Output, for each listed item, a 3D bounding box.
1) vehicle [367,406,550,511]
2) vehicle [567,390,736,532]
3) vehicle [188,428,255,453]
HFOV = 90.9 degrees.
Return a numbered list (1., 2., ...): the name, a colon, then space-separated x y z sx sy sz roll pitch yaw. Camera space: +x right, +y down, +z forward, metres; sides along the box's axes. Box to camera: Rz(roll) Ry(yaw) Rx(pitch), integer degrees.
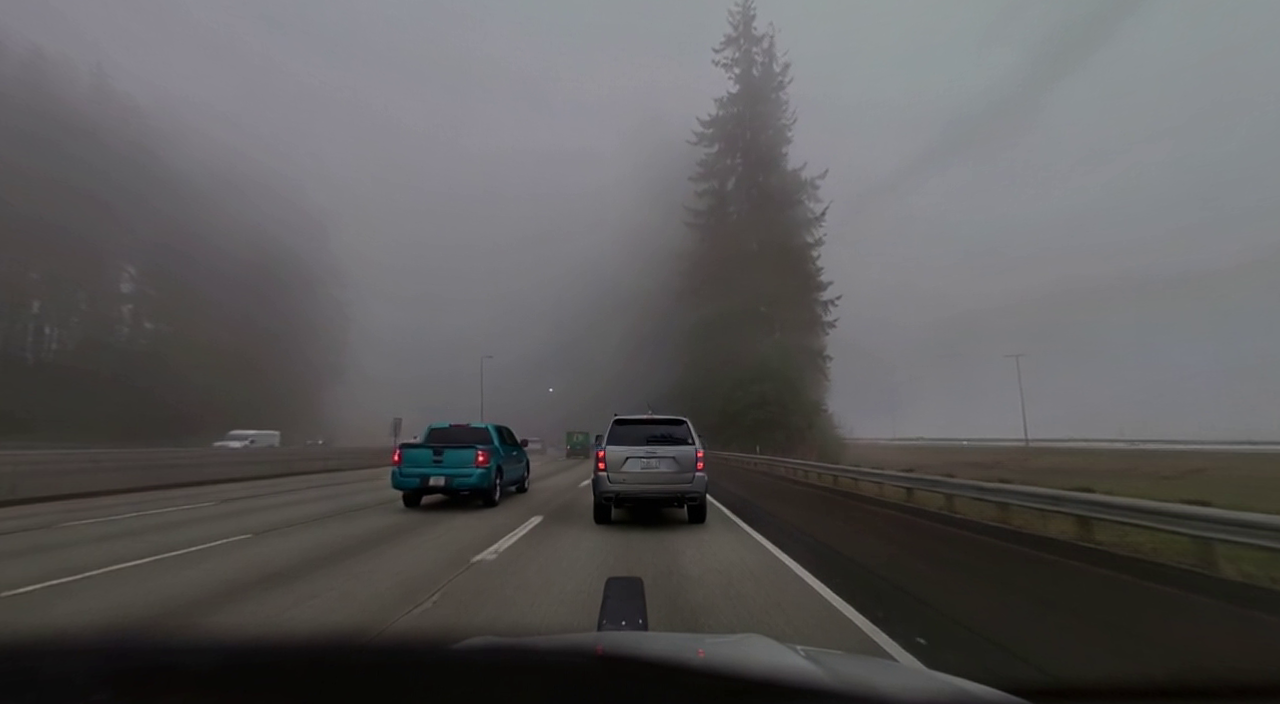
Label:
1. vehicle: -3.820 2.409 14.693 2.486 1.962 5.525 0 -8 2
2. vehicle: 0.160 1.908 11.450 2.395 2.013 4.734 0 -8 0
3. vehicle: -24.747 5.249 37.401 1.502 1.396 3.402 -1 -9 2
